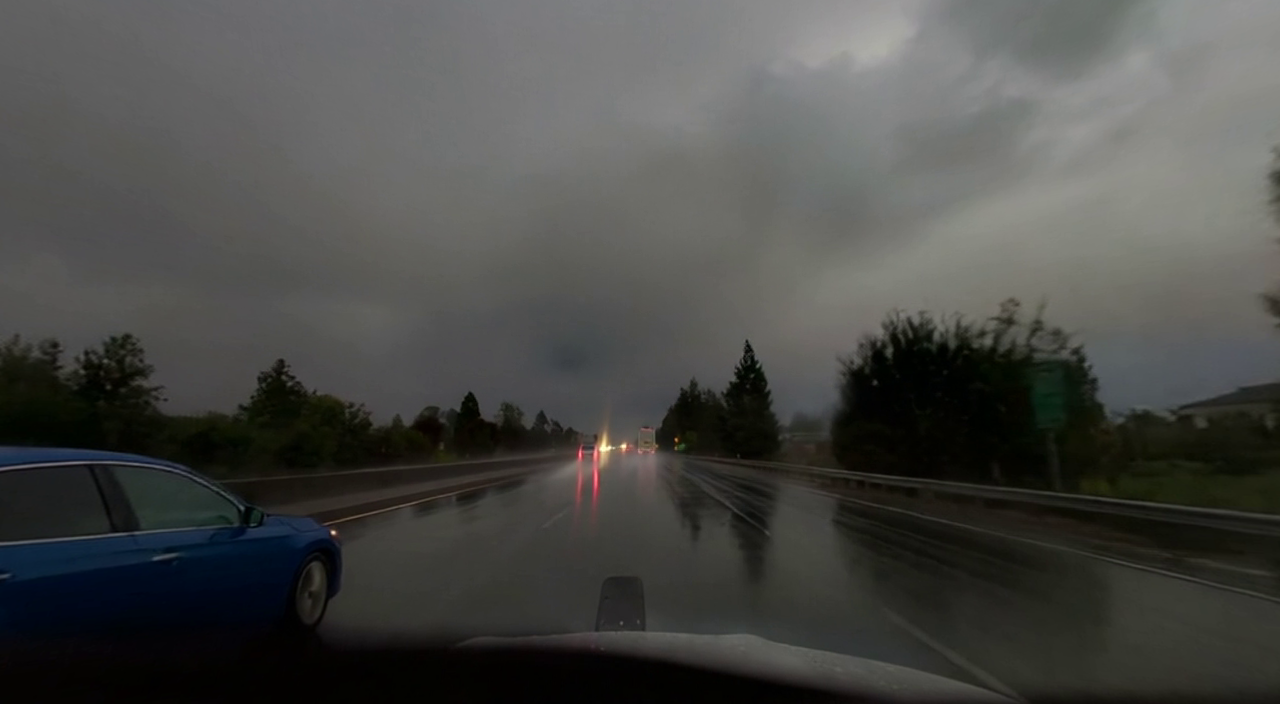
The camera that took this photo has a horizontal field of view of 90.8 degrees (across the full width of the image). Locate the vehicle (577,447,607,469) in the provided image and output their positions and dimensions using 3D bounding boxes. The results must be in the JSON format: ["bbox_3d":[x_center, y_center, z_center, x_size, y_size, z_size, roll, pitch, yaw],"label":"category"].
[{"bbox_3d":[-3.577,7.954,47.273,2.018,1.548,3.849,0,-9,-1],"label":"vehicle"}]
